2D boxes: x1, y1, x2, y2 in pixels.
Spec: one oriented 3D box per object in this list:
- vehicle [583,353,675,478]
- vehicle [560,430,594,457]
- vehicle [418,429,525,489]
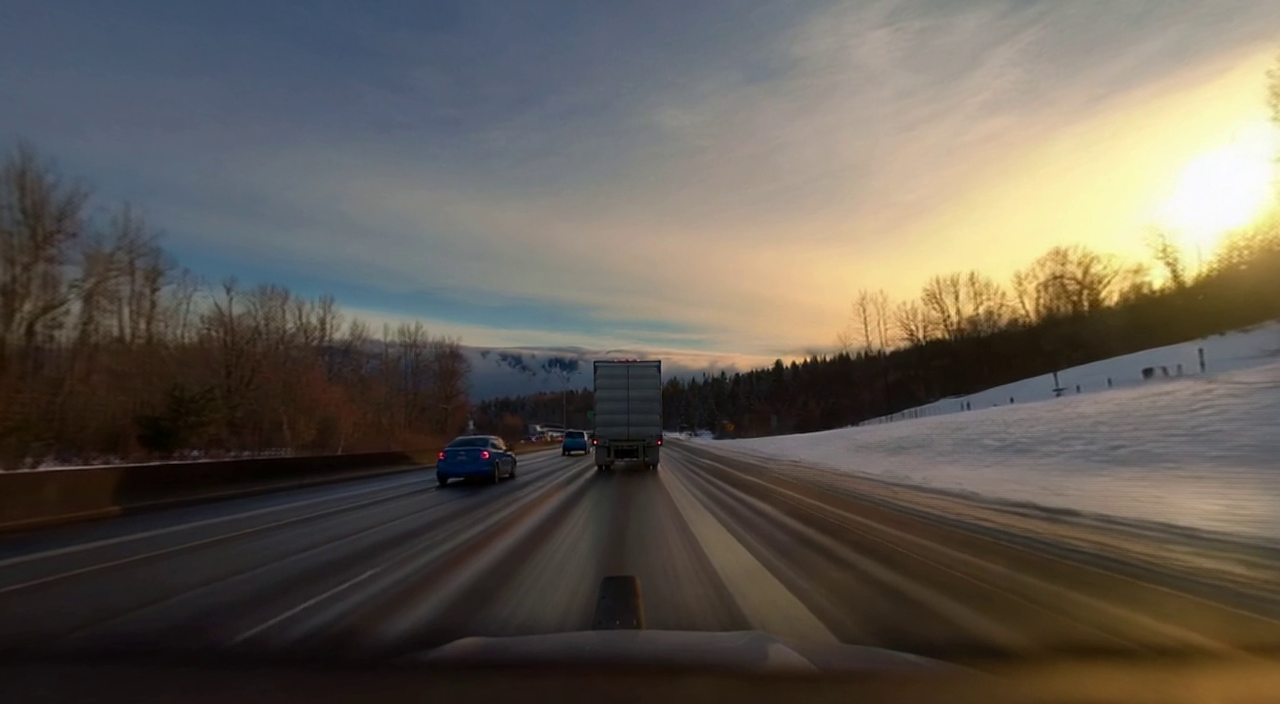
[{"bbox_3d":[-0.452,2.714,25.427,2.953,4.041,10.072,0,-8,-1],"label":"vehicle"},{"bbox_3d":[-4.558,6.698,46.080,2.019,1.834,4.644,0,-8,0],"label":"vehicle"},{"bbox_3d":[-4.800,3.087,18.628,1.931,1.539,4.441,0,-8,0],"label":"vehicle"}]
